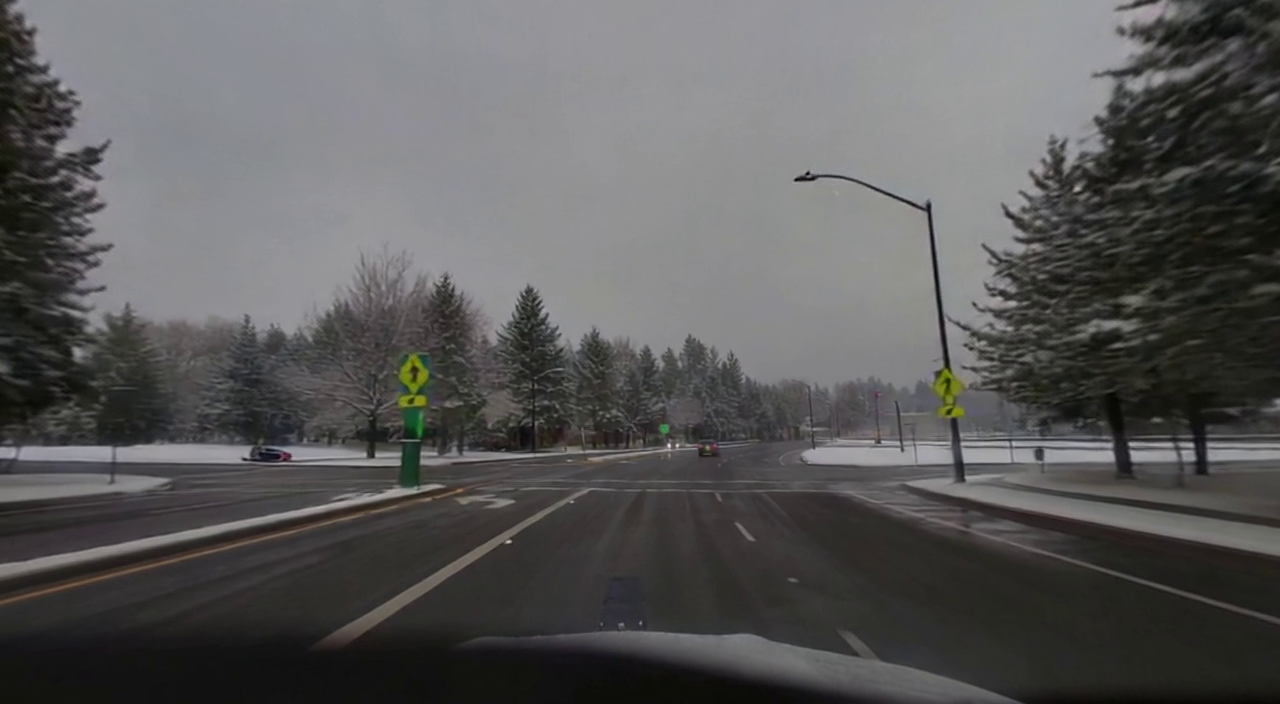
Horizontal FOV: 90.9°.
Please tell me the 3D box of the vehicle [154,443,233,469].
[{"bbox_3d":[-32.984,7.690,46.604,4.856,1.795,2.030,-3,-9,15],"label":"vehicle"}]
